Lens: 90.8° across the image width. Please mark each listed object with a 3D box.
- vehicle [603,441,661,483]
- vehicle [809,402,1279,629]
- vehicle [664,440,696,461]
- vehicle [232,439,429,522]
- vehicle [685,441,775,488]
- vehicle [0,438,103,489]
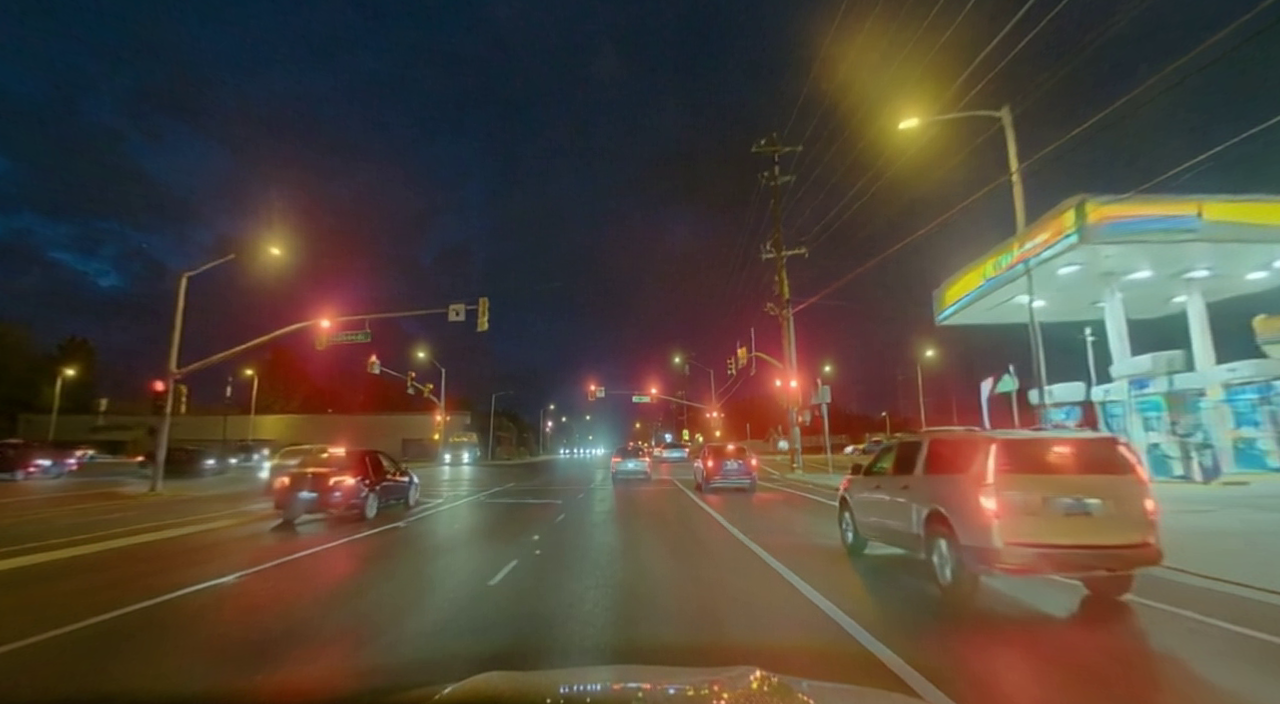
[{"bbox_3d":[-0.333,4.214,24.545,2.065,1.484,3.894,0,-9,-1],"label":"vehicle"},{"bbox_3d":[3.800,1.567,7.104,2.452,1.682,4.565,0,-9,-1],"label":"vehicle"},{"bbox_3d":[2.943,7.355,47.089,1.971,1.477,4.121,0,-9,-2],"label":"vehicle"},{"bbox_3d":[-6.315,2.642,13.572,2.075,1.470,4.190,0,-9,1],"label":"vehicle"},{"bbox_3d":[2.927,3.804,21.719,2.208,1.436,4.542,0,-9,-3],"label":"vehicle"},{"bbox_3d":[-30.336,5.277,30.004,6.968,2.250,2.605,0,-9,-3],"label":"vehicle"}]
